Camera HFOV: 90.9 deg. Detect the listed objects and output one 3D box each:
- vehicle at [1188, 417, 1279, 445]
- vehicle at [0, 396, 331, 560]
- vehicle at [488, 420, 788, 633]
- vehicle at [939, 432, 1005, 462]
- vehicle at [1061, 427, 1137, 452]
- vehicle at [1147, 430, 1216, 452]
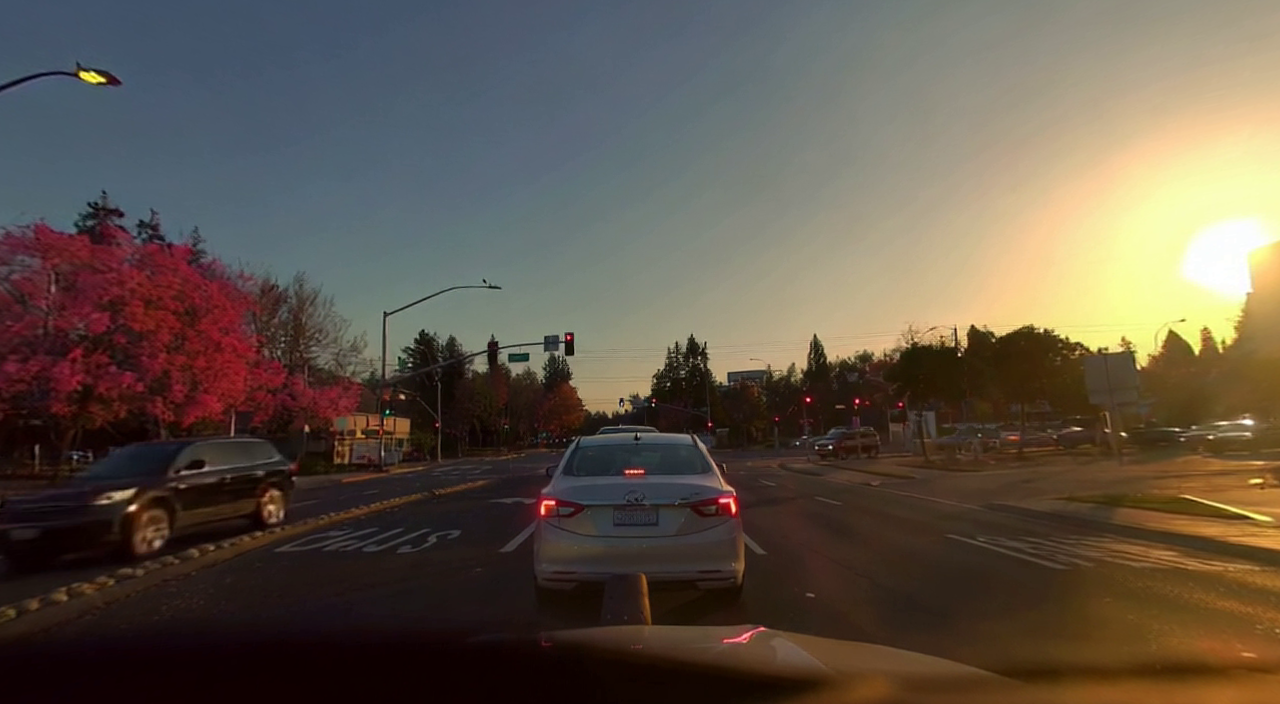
[{"bbox_3d":[36.320,4.872,38.460,1.848,1.581,4.475,-1,-8,3],"label":"vehicle"},{"bbox_3d":[-7.716,2.000,10.785,2.378,2.084,5.225,0,-8,-3],"label":"vehicle"},{"bbox_3d":[-0.028,1.535,6.547,2.112,1.482,4.057,0,-8,0],"label":"vehicle"},{"bbox_3d":[18.385,5.244,34.848,2.053,1.495,4.091,-8,-12,44],"label":"vehicle"},{"bbox_3d":[34.790,6.627,47.845,4.294,1.557,1.744,-4,-7,1],"label":"vehicle"},{"bbox_3d":[40.941,6.715,47.700,3.573,1.432,1.604,-3,-8,1],"label":"vehicle"}]
